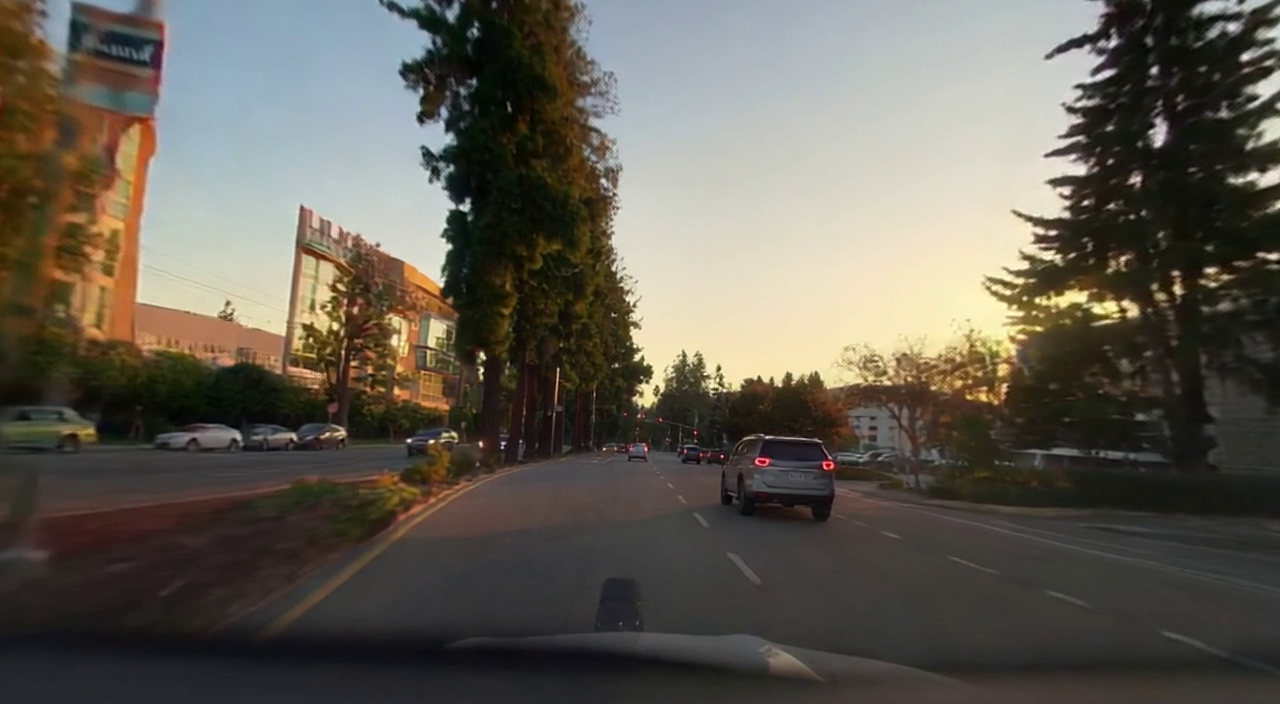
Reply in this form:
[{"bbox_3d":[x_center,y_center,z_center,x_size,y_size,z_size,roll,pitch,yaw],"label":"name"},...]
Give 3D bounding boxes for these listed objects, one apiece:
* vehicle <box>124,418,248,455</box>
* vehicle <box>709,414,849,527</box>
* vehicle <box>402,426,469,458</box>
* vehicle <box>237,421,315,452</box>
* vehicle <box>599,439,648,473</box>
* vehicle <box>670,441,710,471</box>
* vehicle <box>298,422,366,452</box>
[{"bbox_3d":[-19.220,3.642,27.071,1.913,1.417,4.592,1,-8,0],"label":"vehicle"},{"bbox_3d":[2.895,2.556,14.157,2.035,1.940,4.299,5,-8,0],"label":"vehicle"},{"bbox_3d":[-11.113,4.963,34.707,2.105,1.645,4.590,1,-8,0],"label":"vehicle"},{"bbox_3d":[-19.371,4.559,33.855,1.780,1.546,4.060,1,-8,-1],"label":"vehicle"},{"bbox_3d":[-0.715,4.823,29.525,2.119,1.460,3.847,1,-8,0],"label":"vehicle"},{"bbox_3d":[2.951,6.231,38.030,1.922,1.708,4.126,1,-8,-1],"label":"vehicle"},{"bbox_3d":[-19.344,5.380,39.963,1.958,1.756,4.530,1,-8,0],"label":"vehicle"}]
